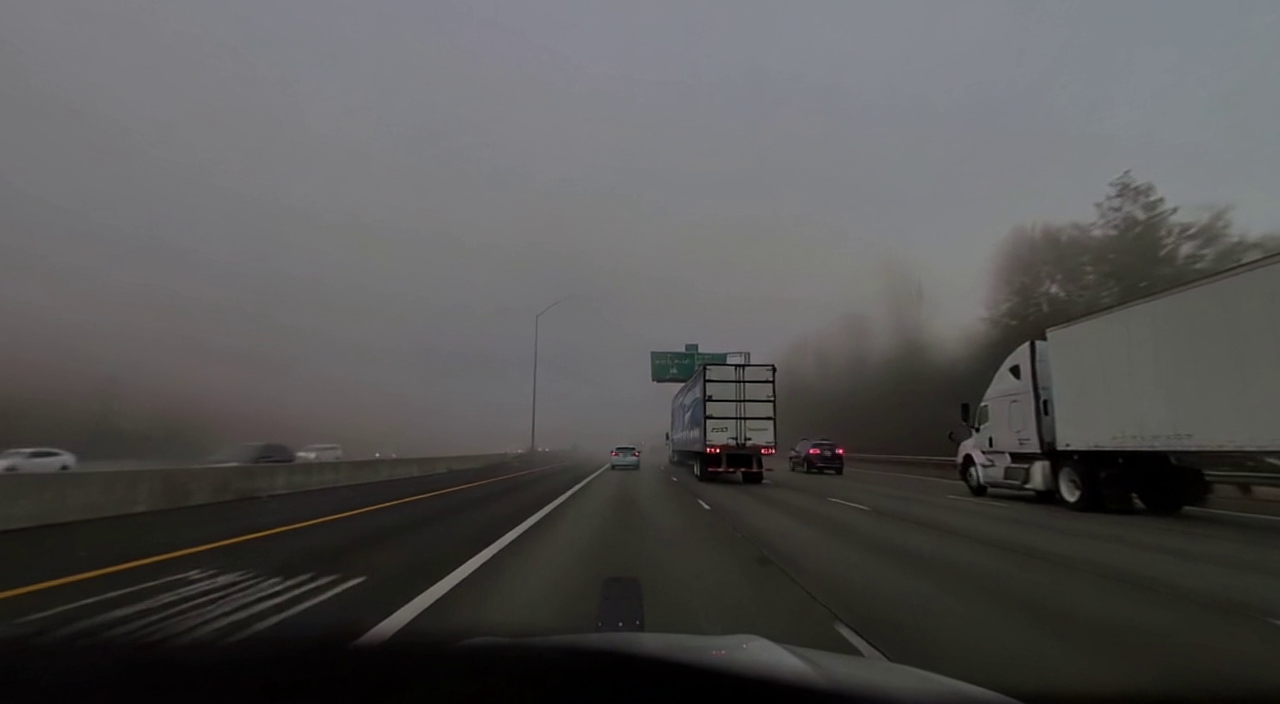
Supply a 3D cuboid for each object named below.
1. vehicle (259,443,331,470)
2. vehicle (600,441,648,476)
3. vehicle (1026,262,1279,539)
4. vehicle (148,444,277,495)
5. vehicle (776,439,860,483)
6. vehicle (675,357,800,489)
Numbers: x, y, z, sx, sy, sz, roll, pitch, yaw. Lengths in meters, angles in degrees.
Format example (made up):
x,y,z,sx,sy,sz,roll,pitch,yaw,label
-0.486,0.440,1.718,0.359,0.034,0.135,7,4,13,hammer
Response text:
x,y,z,sx,sy,sz,roll,pitch,yaw,label
-20.822,6.329,38.376,1.804,1.522,4.544,0,-9,0,vehicle
-0.729,5.118,30.594,2.163,1.551,4.180,0,-9,0,vehicle
11.196,0.335,6.988,2.898,4.171,17.188,0,-9,-1,vehicle
-13.130,3.598,19.673,1.543,1.408,3.505,0,-9,0,vehicle
7.307,4.498,26.404,2.154,1.658,4.347,0,-9,-1,vehicle
3.334,2.995,25.110,2.999,4.127,10.526,0,-9,-2,vehicle
